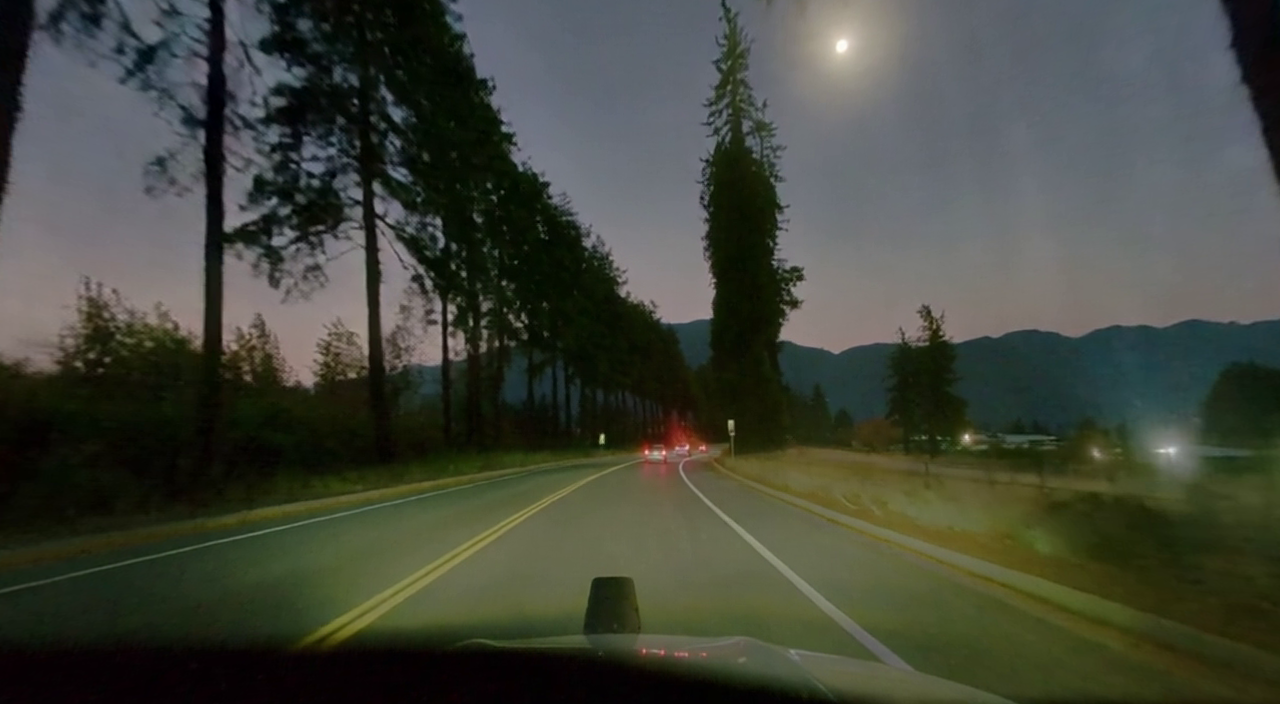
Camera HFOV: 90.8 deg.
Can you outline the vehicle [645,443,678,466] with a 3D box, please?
[{"bbox_3d":[1.511,6.915,42.878,2.071,1.474,4.047,-1,-8,5],"label":"vehicle"}]
